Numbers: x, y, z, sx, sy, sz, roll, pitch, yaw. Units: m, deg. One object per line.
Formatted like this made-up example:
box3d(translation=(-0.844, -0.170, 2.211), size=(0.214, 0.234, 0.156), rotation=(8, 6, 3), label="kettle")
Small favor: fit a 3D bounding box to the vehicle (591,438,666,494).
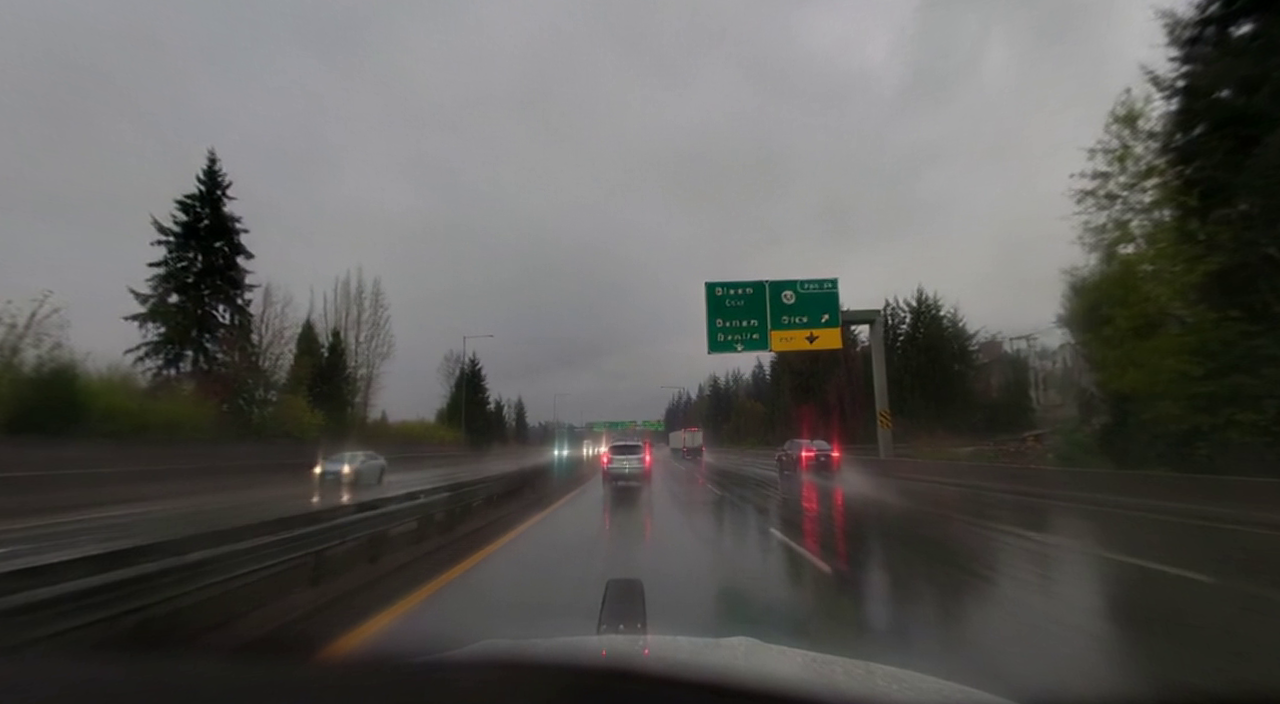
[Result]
box3d(translation=(-0.303, 3.345, 18.795), size=(2.003, 1.490, 3.636), rotation=(0, -9, 0), label="vehicle")
